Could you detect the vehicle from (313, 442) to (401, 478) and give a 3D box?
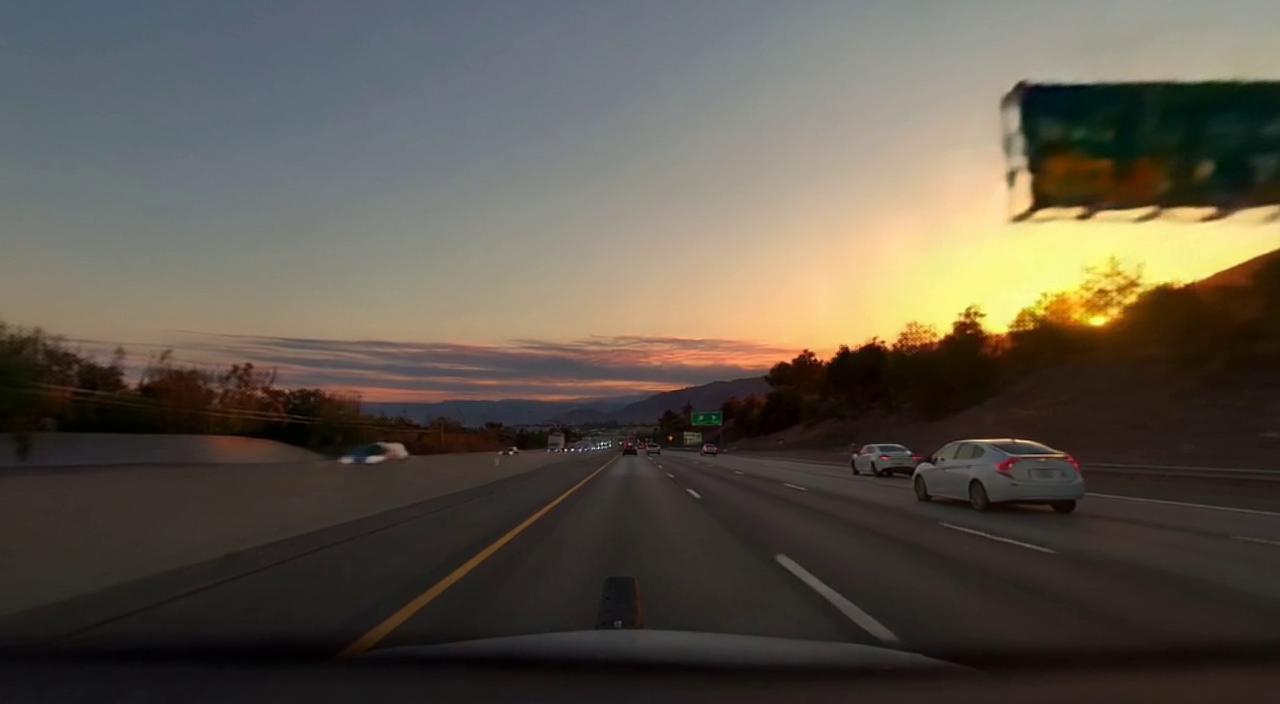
[{"bbox_3d":[-13.395,5.116,30.232,1.949,1.585,4.819,0,-8,0],"label":"vehicle"}]

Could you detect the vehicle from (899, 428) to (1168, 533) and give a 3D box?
[{"bbox_3d":[6.875,2.274,11.858,1.901,1.548,4.684,0,-9,-2],"label":"vehicle"}]

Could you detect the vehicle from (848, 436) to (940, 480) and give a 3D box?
[{"bbox_3d":[10.753,4.510,27.130,2.068,1.680,4.361,-1,-8,0],"label":"vehicle"}]
